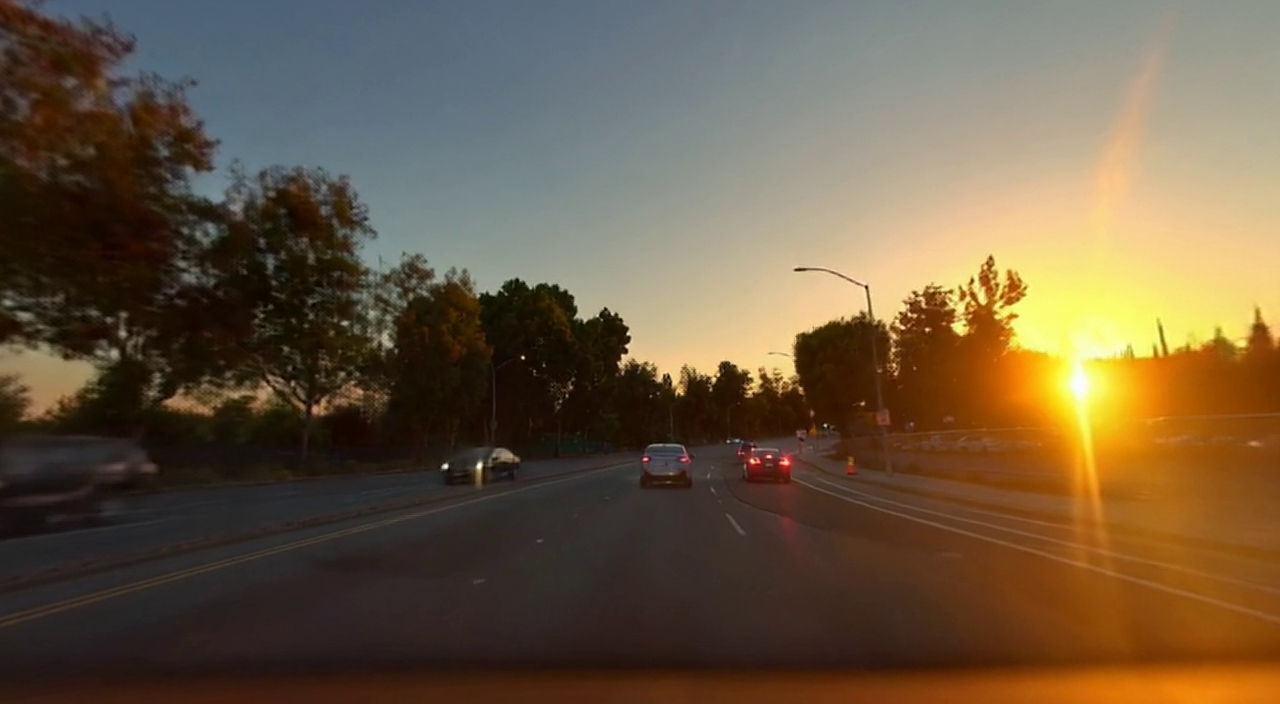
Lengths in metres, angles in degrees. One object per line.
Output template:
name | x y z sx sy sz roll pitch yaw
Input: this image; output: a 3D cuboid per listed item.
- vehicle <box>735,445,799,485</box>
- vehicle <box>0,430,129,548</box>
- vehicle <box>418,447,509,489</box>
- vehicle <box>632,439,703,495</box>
vehicle | 5.089 4.560 25.901 2.147 1.474 4.083 -1 -8 5
vehicle | -10.805 2.075 9.502 2.329 1.757 4.464 -1 -8 2
vehicle | -6.785 4.484 24.889 1.933 1.472 4.482 -1 -9 6
vehicle | 1.041 3.868 21.620 2.105 1.676 4.541 -1 -9 6
